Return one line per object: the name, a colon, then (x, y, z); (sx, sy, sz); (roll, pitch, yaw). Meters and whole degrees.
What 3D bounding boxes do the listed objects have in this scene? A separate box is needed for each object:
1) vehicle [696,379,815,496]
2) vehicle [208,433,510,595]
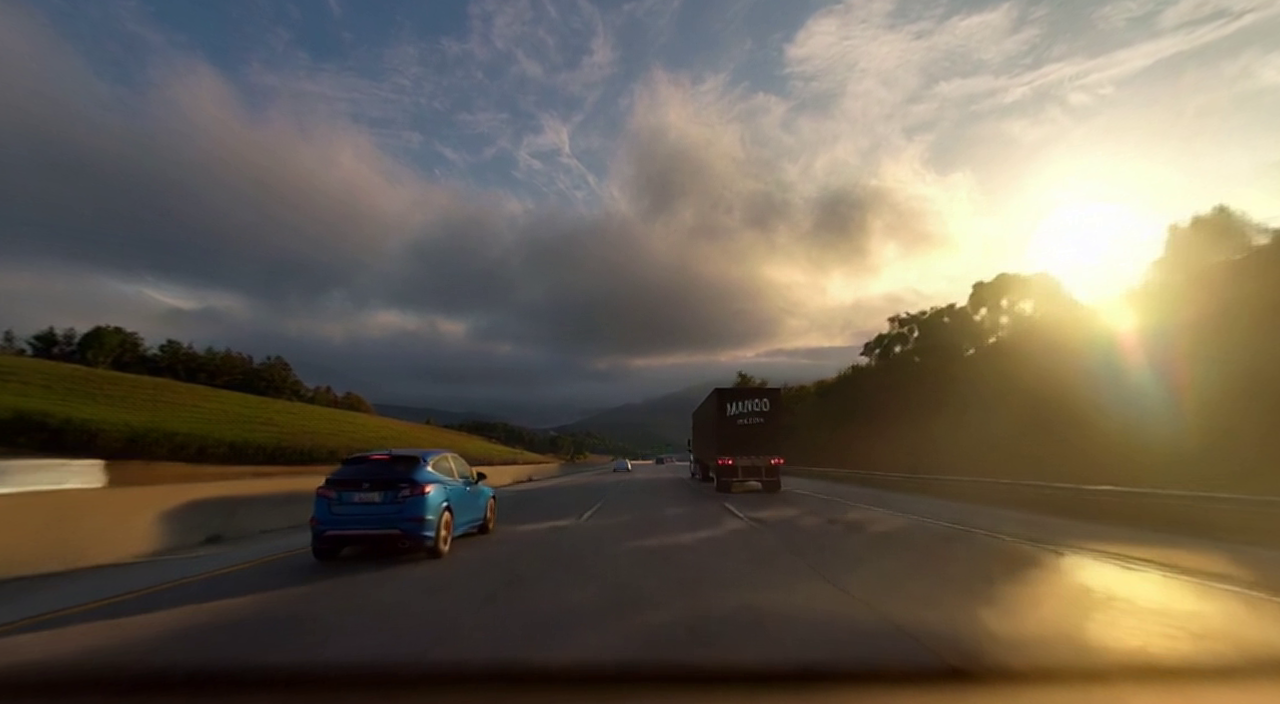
vehicle: (4.612, 4.013, 28.847); (2.832, 4.034, 13.924); (0, -9, 0)
vehicle: (-3.169, 1.900, 8.303); (1.945, 1.537, 4.294); (0, -9, 1)
